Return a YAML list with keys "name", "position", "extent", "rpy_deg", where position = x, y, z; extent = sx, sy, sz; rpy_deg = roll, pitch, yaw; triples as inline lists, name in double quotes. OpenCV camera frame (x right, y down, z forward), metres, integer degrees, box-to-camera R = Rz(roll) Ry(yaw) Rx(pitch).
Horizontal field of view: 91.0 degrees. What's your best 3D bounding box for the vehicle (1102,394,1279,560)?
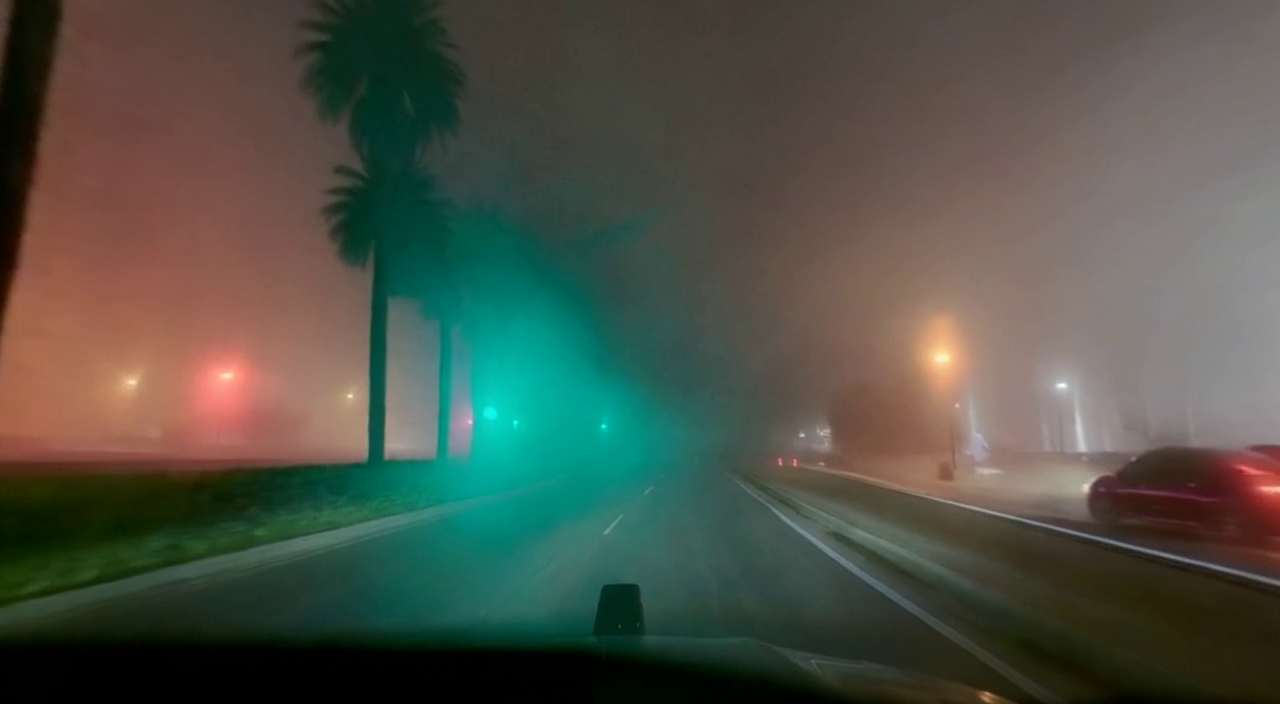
- name: "vehicle"
  position: [9.017, 1.775, 9.240]
  extent: [1.813, 2.150, 3.038]
  rpy_deg: [4, -7, -18]
